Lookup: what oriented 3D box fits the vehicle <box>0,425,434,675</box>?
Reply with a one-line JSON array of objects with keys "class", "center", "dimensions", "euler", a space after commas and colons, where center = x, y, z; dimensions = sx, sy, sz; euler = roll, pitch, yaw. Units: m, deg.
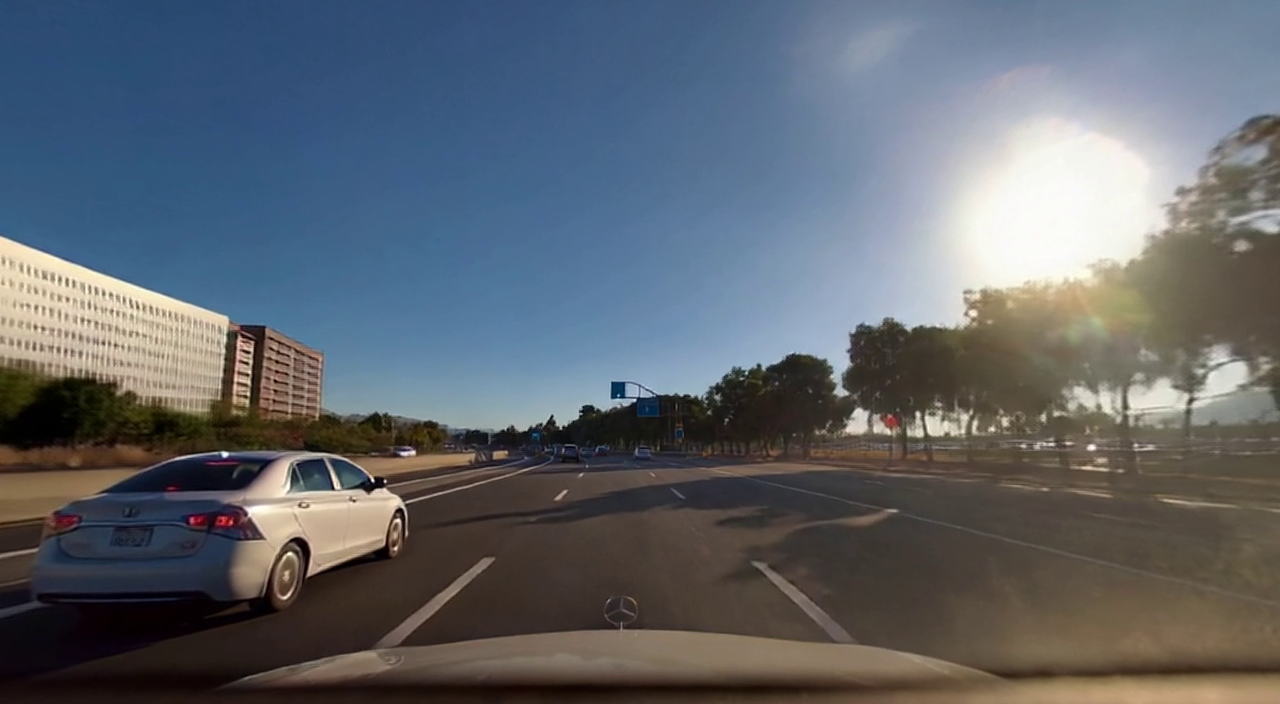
[{"class": "vehicle", "center": [-3.698, 1.515, 6.038], "dimensions": [2.018, 1.476, 4.364], "euler": [0, -8, 0]}]
